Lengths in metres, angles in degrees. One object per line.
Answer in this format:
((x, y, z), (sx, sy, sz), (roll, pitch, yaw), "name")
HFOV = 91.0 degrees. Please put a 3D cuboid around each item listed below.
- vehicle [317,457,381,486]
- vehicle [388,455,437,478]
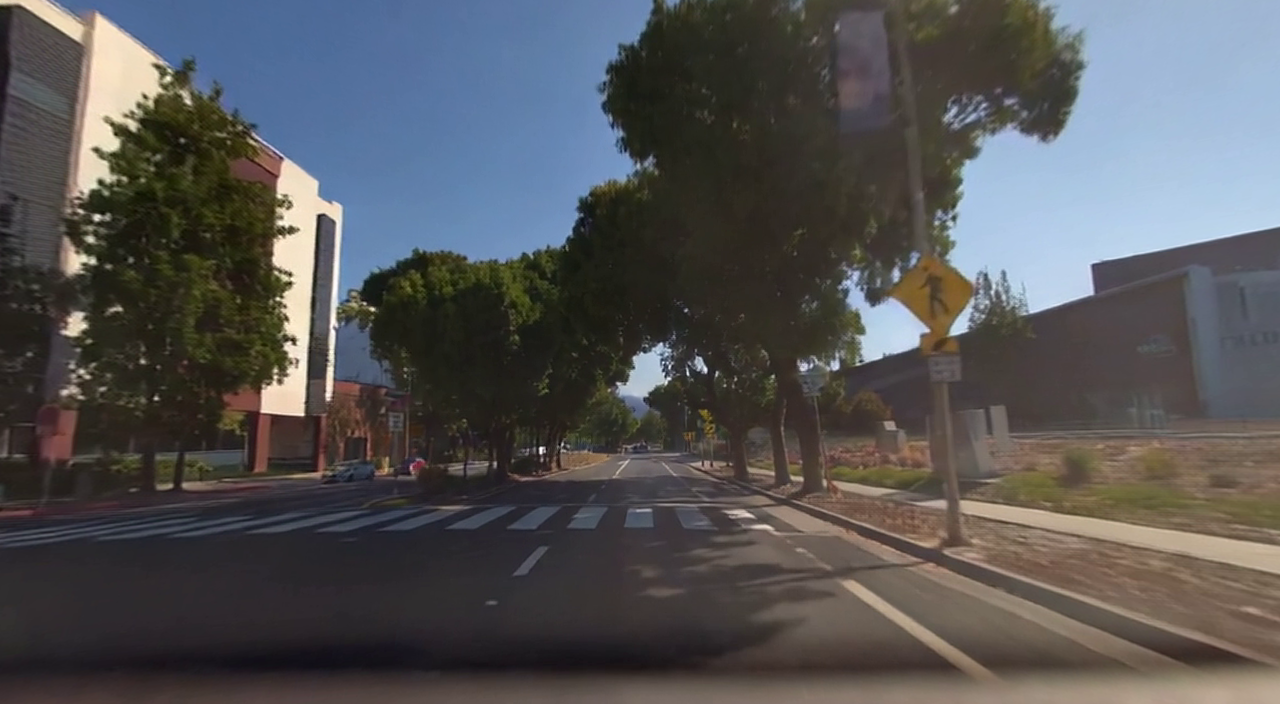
((-16.768, 6.889, 36.554), (1.810, 1.478, 4.233), (-3, -10, -2), "vehicle")
((-16.887, 8.485, 46.919), (1.912, 1.523, 4.433), (-3, -10, 1), "vehicle")
